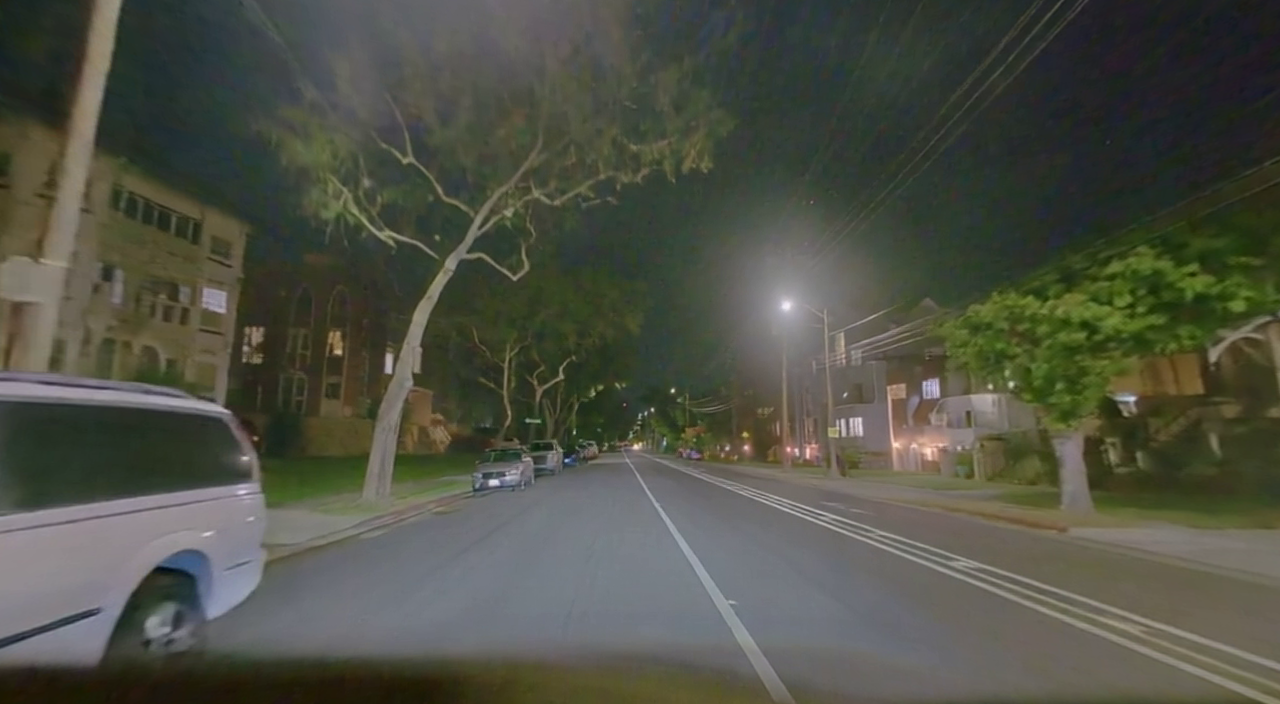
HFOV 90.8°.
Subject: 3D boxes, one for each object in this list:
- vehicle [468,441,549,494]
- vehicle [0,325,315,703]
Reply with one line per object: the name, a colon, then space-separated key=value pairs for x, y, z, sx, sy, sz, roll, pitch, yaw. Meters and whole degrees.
vehicle: x=-4.204 y=3.743 z=20.980 sx=1.825 sy=1.542 sz=4.715 roll=0 pitch=-8 yaw=-2
vehicle: x=-3.538 y=0.789 z=1.960 sx=2.127 sy=1.901 sz=5.510 roll=0 pitch=-8 yaw=0
